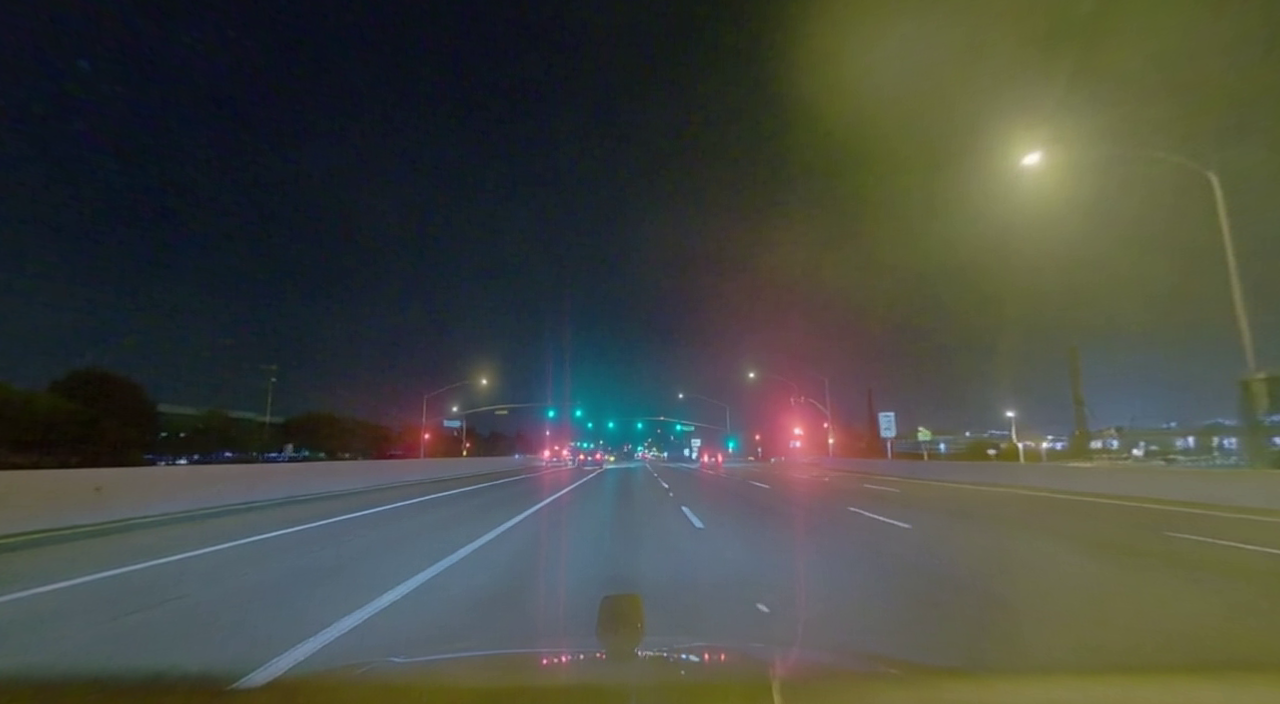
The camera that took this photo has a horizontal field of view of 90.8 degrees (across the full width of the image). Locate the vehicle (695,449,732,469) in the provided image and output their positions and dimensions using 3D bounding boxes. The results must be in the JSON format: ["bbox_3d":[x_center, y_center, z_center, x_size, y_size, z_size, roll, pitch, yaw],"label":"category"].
[{"bbox_3d":[5.677,8.303,49.285,2.187,1.475,4.529,0,-8,-2],"label":"vehicle"}]
